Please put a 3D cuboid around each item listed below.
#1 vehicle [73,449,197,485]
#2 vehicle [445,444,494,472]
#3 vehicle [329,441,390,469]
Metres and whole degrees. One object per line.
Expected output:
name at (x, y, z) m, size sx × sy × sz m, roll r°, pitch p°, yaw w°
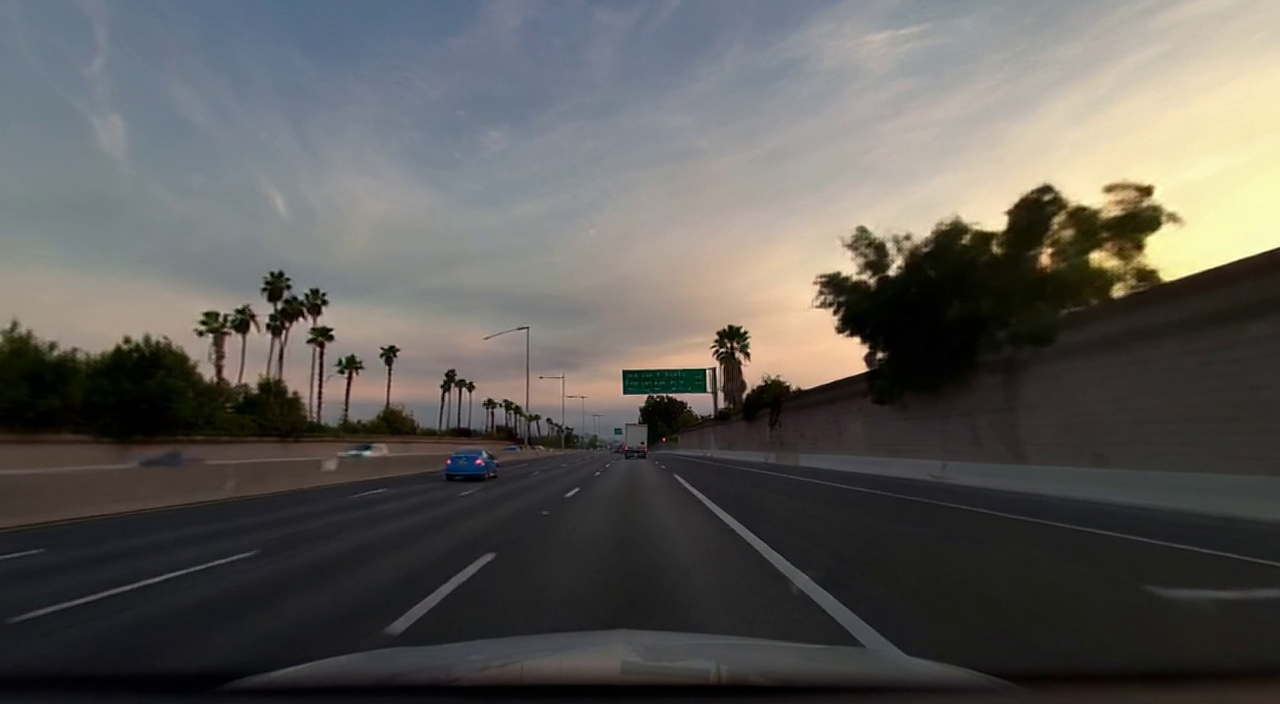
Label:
vehicle at (-22.725, 5.151, 28.685) m, size 1.897 × 1.484 × 4.535 m, roll 0°, pitch -9°, yaw -1°
vehicle at (-10.648, 6.616, 39.758) m, size 1.897 × 1.653 × 4.113 m, roll 0°, pitch -9°, yaw 0°
vehicle at (-19.971, 7.356, 45.232) m, size 2.083 × 1.844 × 4.974 m, roll 0°, pitch -9°, yaw 0°
